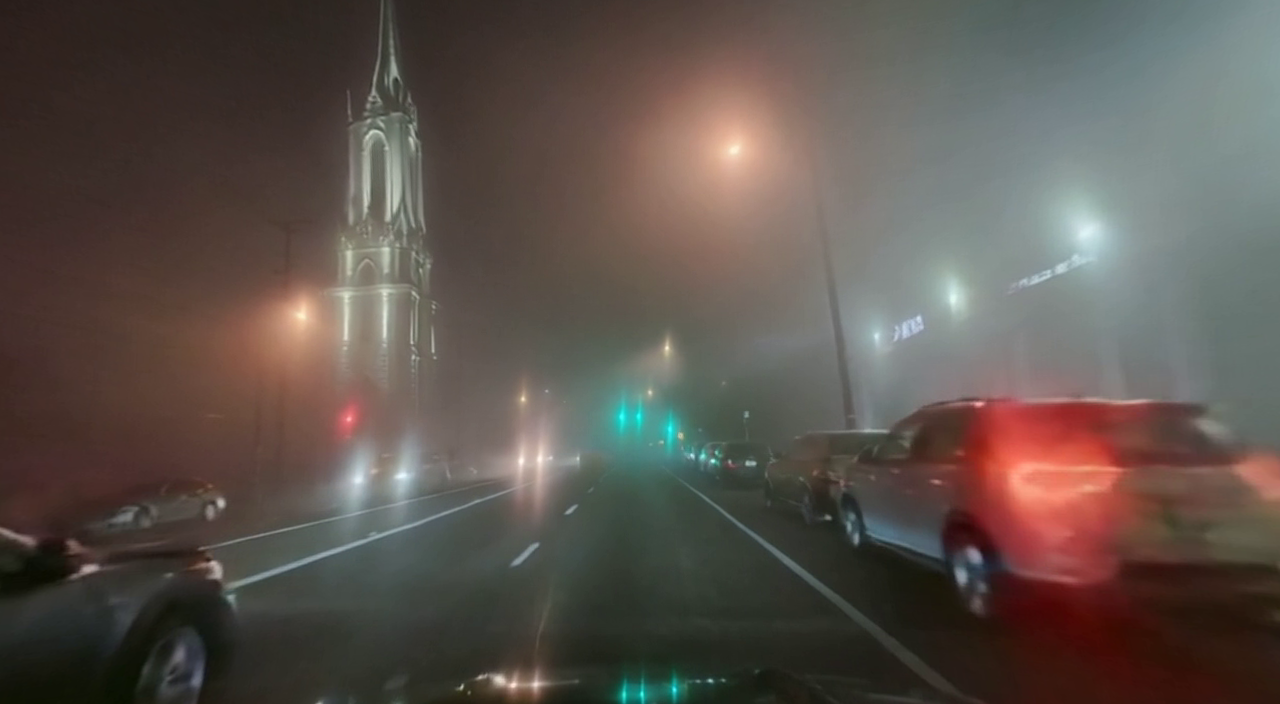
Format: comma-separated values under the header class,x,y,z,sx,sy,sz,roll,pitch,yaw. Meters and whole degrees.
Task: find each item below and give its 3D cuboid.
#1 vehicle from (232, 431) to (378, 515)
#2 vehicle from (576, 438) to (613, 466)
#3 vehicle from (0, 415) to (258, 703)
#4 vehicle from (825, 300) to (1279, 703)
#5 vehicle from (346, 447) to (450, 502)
class,x,y,z,sx,sy,sz,roll,pitch,yaw
vehicle,-12.296,4.429,23.844,2.410,2.733,5.630,0,-8,-1
vehicle,-3.257,7.296,46.232,2.293,1.936,4.737,-1,-8,0
vehicle,-3.270,0.875,1.276,2.089,1.547,4.635,0,-8,0
vehicle,3.315,1.112,5.183,2.032,1.918,5.469,0,-8,1
vehicle,-8.962,4.511,23.871,2.078,1.810,4.568,-1,-8,0
